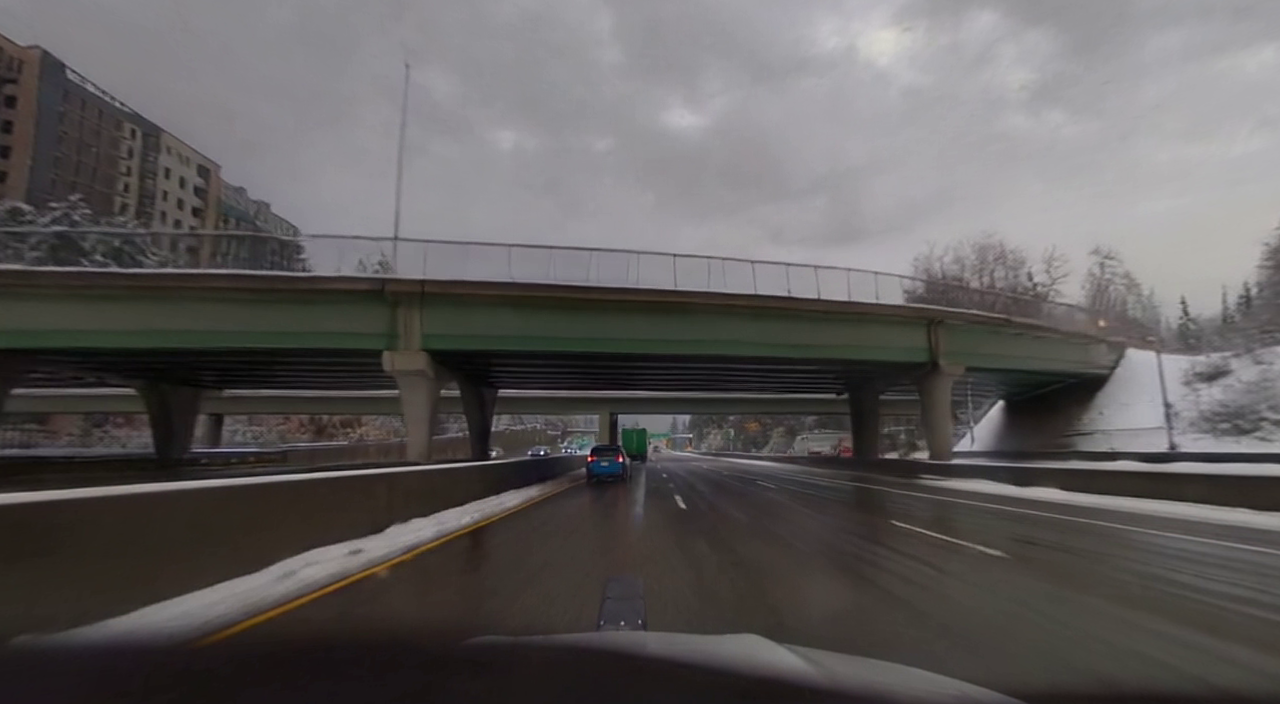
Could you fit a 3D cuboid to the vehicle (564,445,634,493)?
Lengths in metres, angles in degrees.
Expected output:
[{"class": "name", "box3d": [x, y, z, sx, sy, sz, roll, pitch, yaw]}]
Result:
[{"class": "vehicle", "box3d": [-1.313, 4.004, 21.999, 2.039, 1.478, 4.483, 0, -9, 1]}]

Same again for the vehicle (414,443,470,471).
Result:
[{"class": "vehicle", "box3d": [-12.237, 6.510, 39.218, 1.911, 1.633, 4.305, 0, -9, 2]}]
